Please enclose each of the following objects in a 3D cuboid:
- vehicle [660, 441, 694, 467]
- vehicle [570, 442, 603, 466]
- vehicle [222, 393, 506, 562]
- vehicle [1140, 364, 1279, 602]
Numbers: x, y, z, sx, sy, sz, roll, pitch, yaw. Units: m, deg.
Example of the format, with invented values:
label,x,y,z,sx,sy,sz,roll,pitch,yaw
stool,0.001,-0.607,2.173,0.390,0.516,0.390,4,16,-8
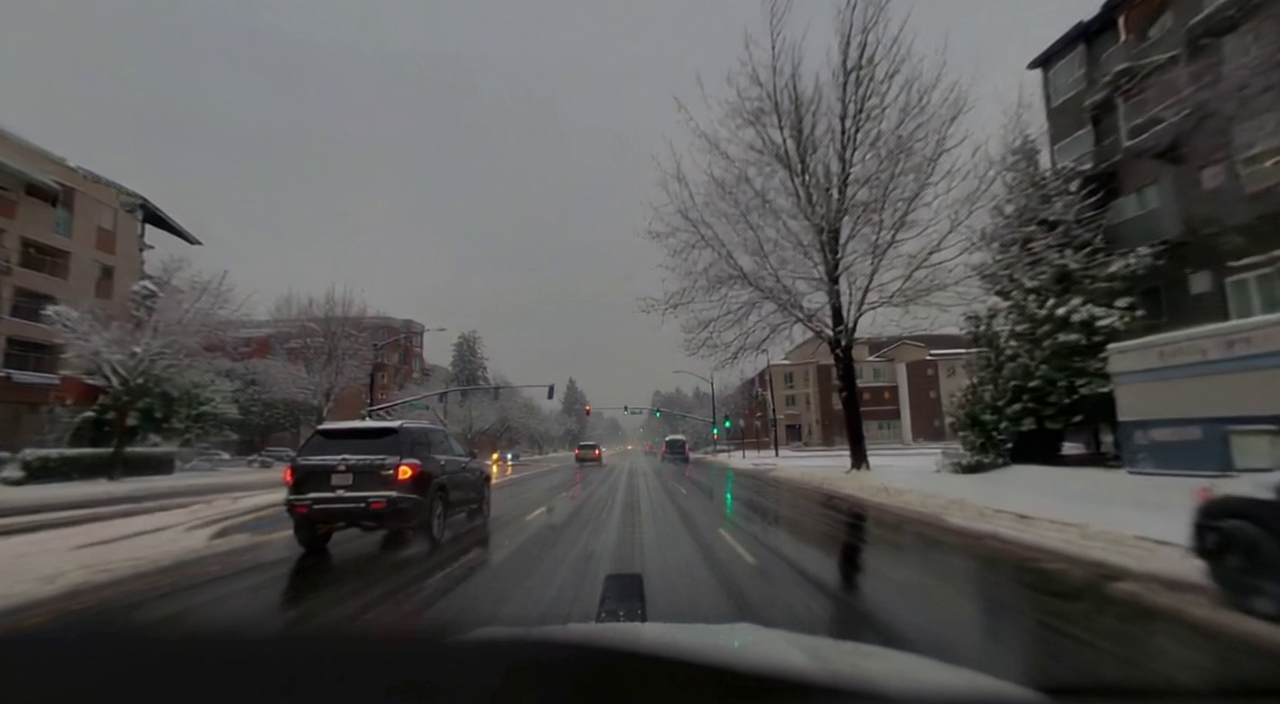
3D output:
label,x,y,z,sx,sy,sz,roll,pitch,yaw
vehicle,2.577,7.239,45.078,2.018,1.719,4.369,0,-9,-2
vehicle,-4.072,7.795,48.434,2.083,1.685,4.069,-1,-9,1
vehicle,-3.825,1.877,10.153,2.225,1.984,5.168,0,-9,0
vehicle,6.991,0.960,4.117,2.521,2.108,6.111,1,-9,1
